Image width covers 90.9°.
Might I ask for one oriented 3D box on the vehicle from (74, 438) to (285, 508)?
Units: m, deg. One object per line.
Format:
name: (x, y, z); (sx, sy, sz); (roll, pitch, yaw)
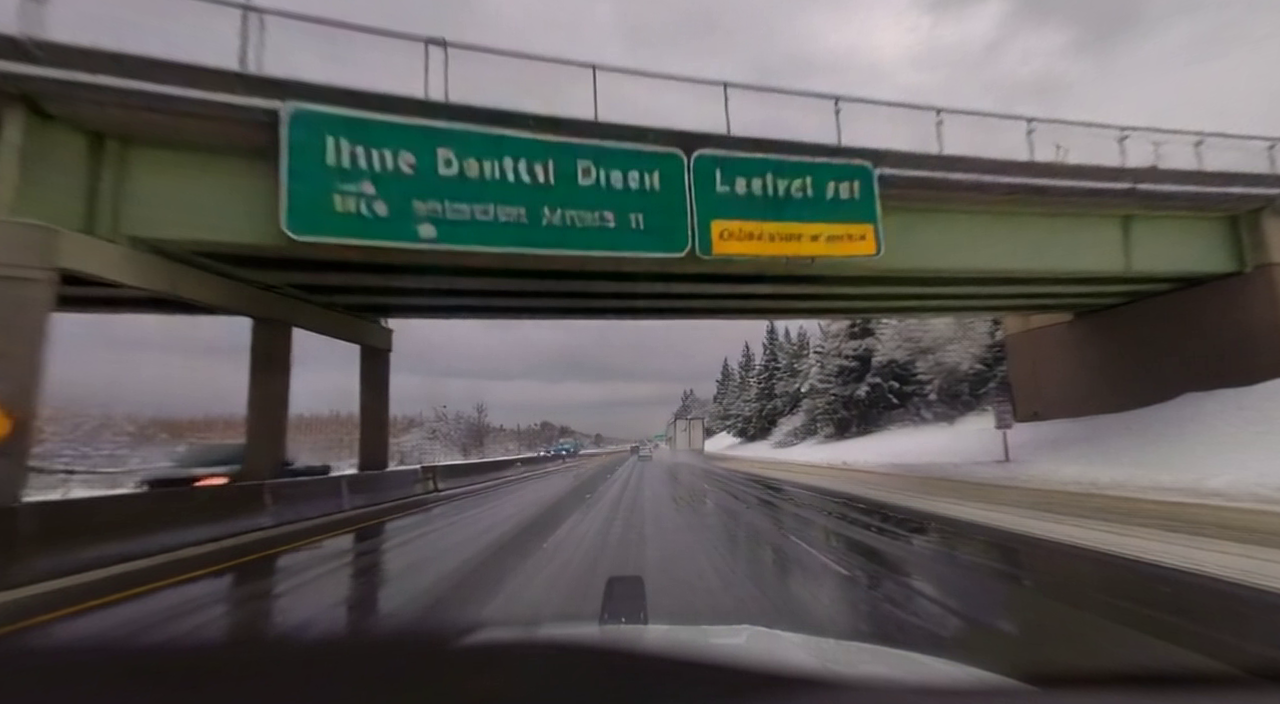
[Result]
vehicle: (-11.764, 3.104, 16.638); (1.965, 1.553, 4.715); (0, -9, 0)
